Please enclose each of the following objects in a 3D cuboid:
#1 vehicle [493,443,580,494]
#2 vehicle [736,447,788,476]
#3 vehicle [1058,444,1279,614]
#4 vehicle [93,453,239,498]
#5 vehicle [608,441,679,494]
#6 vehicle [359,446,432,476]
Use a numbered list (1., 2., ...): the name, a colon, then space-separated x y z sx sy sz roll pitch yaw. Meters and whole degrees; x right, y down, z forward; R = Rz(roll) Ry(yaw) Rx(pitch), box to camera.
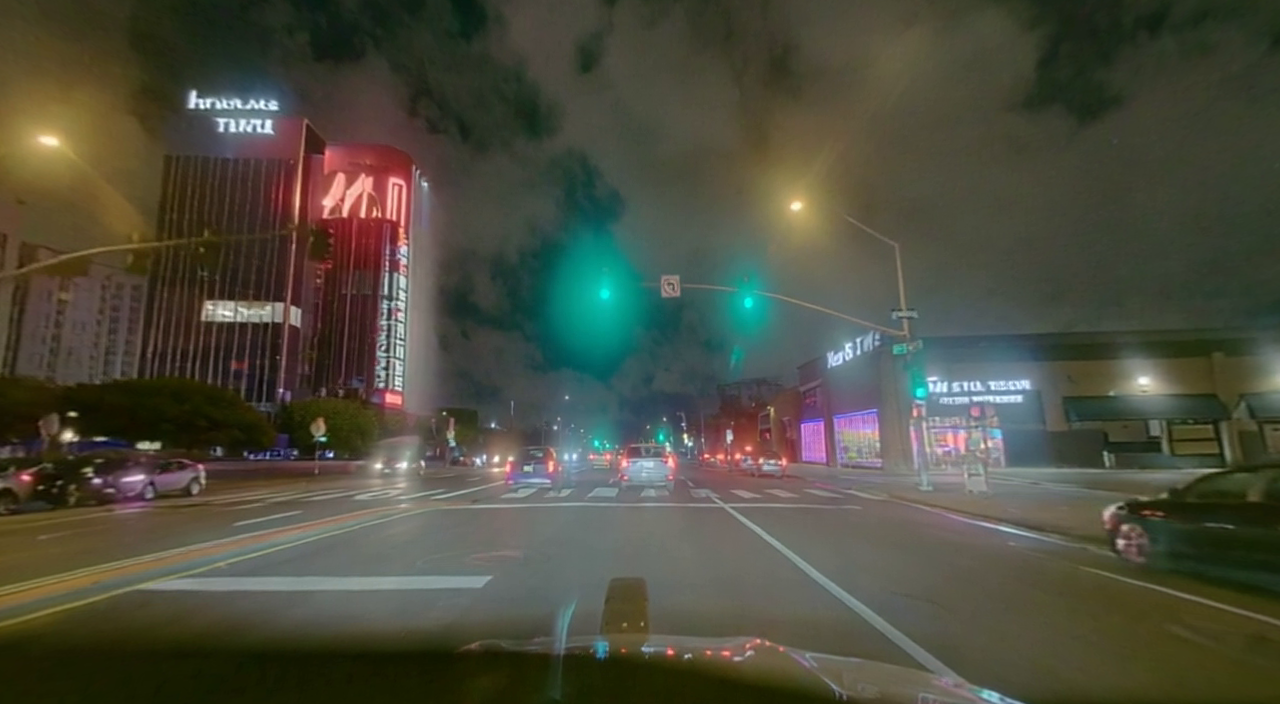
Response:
1. vehicle: -3.236 3.722 20.553 1.950 1.450 4.257 -1 -8 2
2. vehicle: 6.688 6.040 34.992 1.944 1.462 4.406 0 -8 0
3. vehicle: 6.470 1.597 5.911 1.899 1.453 4.610 0 -8 0
4. vehicle: -18.023 4.621 23.953 5.163 1.510 2.174 -4 -9 26
5. vehicle: 0.115 3.638 20.243 2.037 1.484 4.073 0 -8 1
6. vehicle: -14.893 6.630 38.715 2.161 1.704 4.554 -1 -9 8
